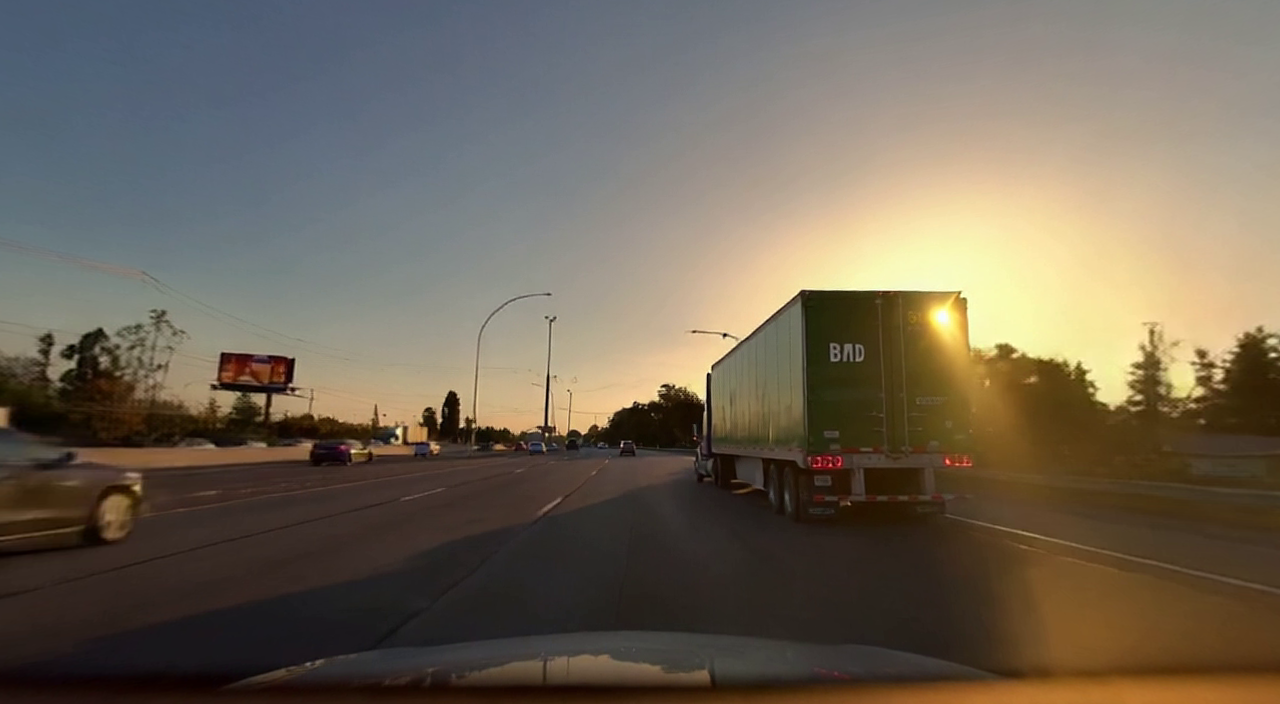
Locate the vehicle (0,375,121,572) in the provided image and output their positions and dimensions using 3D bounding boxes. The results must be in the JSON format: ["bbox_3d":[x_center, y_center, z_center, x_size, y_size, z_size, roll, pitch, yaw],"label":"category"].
[{"bbox_3d":[-7.323,1.008,4.936,2.100,1.905,5.119,0,-8,0],"label":"vehicle"}]

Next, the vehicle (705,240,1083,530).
[{"bbox_3d":[4.153,1.492,16.051,2.891,3.944,15.051,0,-8,-2],"label":"vehicle"}]

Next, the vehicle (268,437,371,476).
[{"bbox_3d":[-14.610,4.768,29.215,1.970,1.618,5.364,0,-8,0],"label":"vehicle"}]
